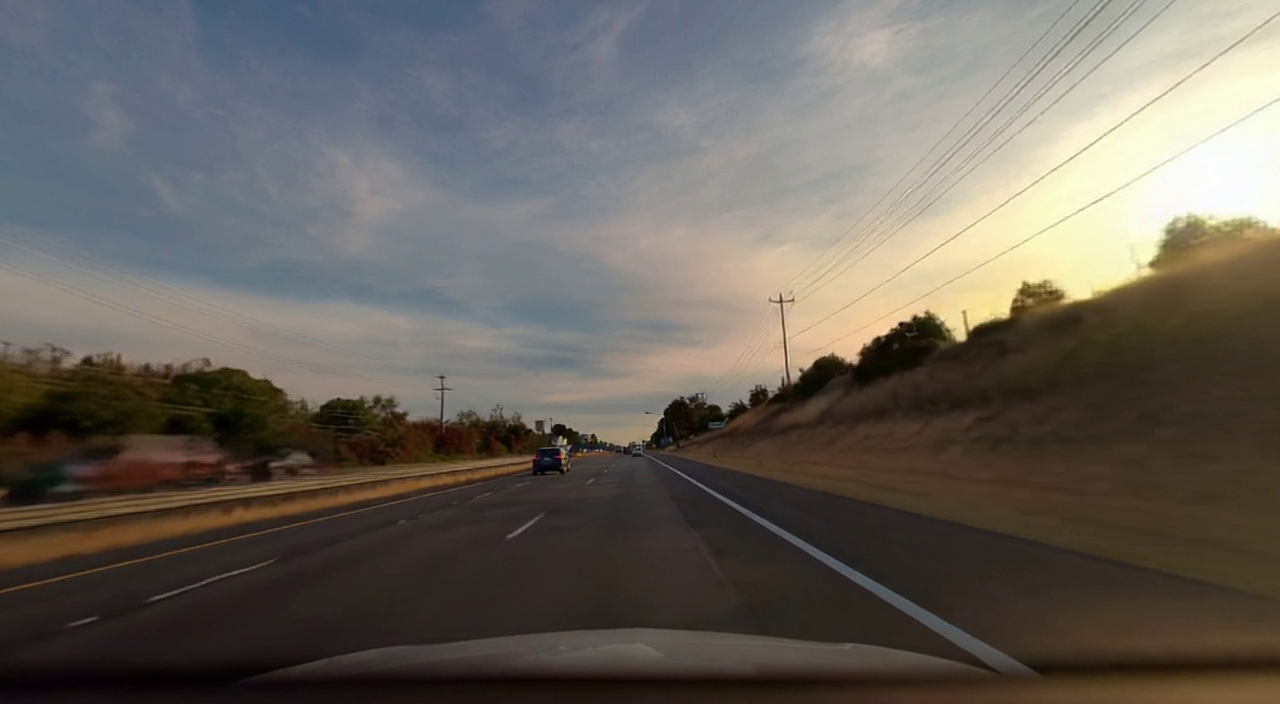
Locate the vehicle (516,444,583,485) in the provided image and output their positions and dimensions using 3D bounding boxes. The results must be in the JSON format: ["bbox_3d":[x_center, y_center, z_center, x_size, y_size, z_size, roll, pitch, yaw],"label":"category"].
[{"bbox_3d":[-3.652,4.641,26.084,2.123,1.545,4.404,0,-9,0],"label":"vehicle"}]

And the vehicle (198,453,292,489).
[{"bbox_3d":[-17.703,5.325,28.309,1.728,1.462,3.810,0,-9,0],"label":"vehicle"}]
